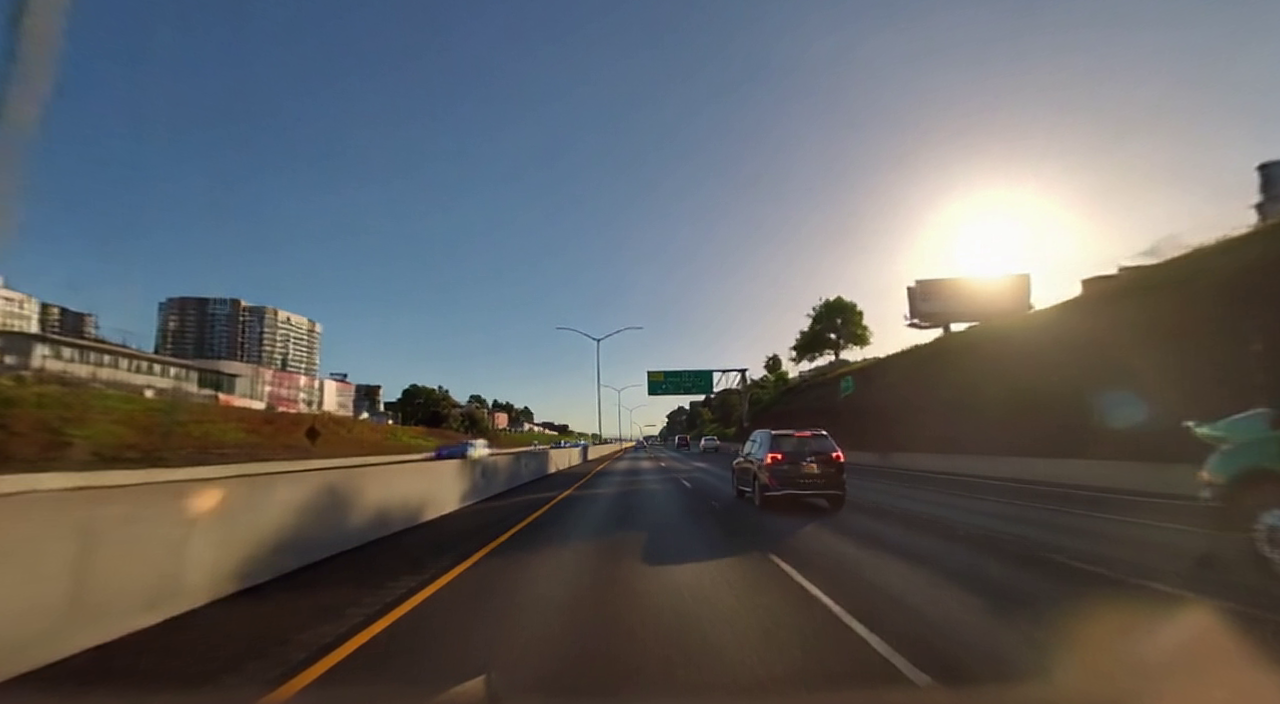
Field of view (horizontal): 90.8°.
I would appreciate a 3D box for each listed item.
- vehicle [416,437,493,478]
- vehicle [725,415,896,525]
[{"bbox_3d":[-7.281,4.158,25.157,1.945,1.473,3.701,0,-8,0],"label":"vehicle"},{"bbox_3d":[2.975,2.182,12.164,1.973,1.710,4.476,0,-8,-1],"label":"vehicle"}]
